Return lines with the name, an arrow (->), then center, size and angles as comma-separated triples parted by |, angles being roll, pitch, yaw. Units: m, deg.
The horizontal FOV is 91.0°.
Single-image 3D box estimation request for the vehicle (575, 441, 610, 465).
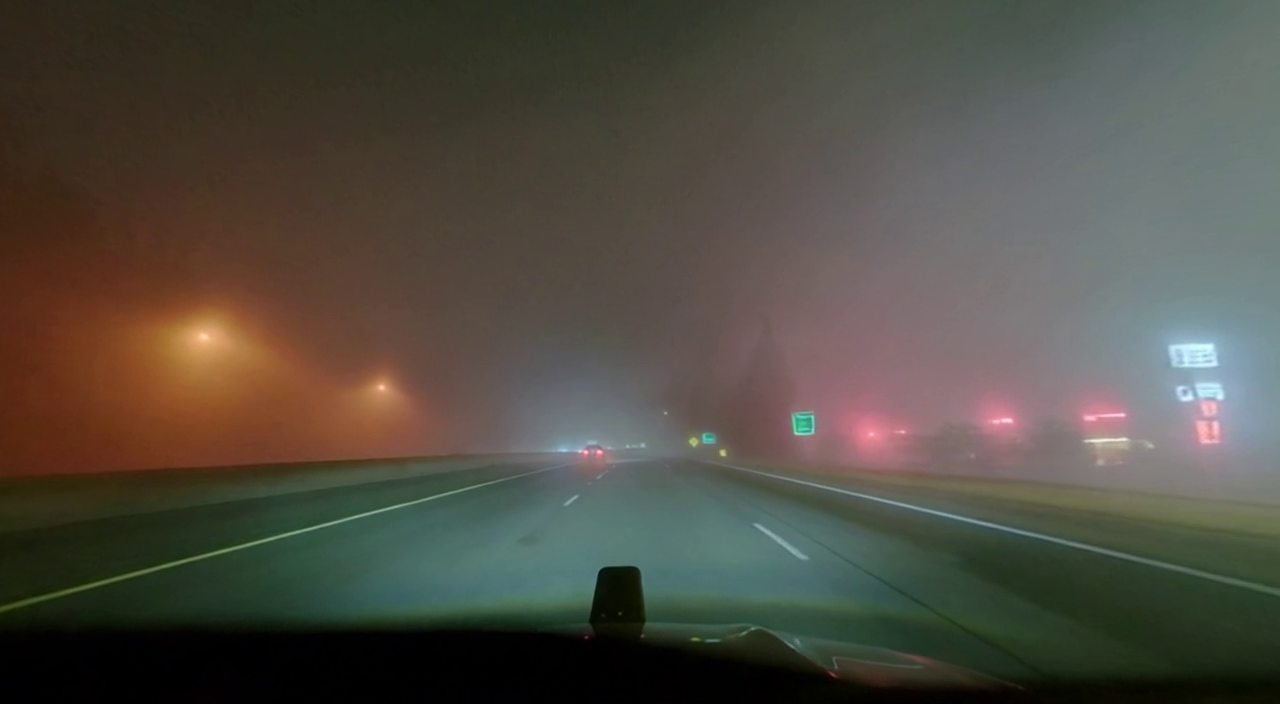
vehicle -> -3.256, 7.050, 43.938 | 2.015, 1.557, 4.229 | -1, -9, 1
